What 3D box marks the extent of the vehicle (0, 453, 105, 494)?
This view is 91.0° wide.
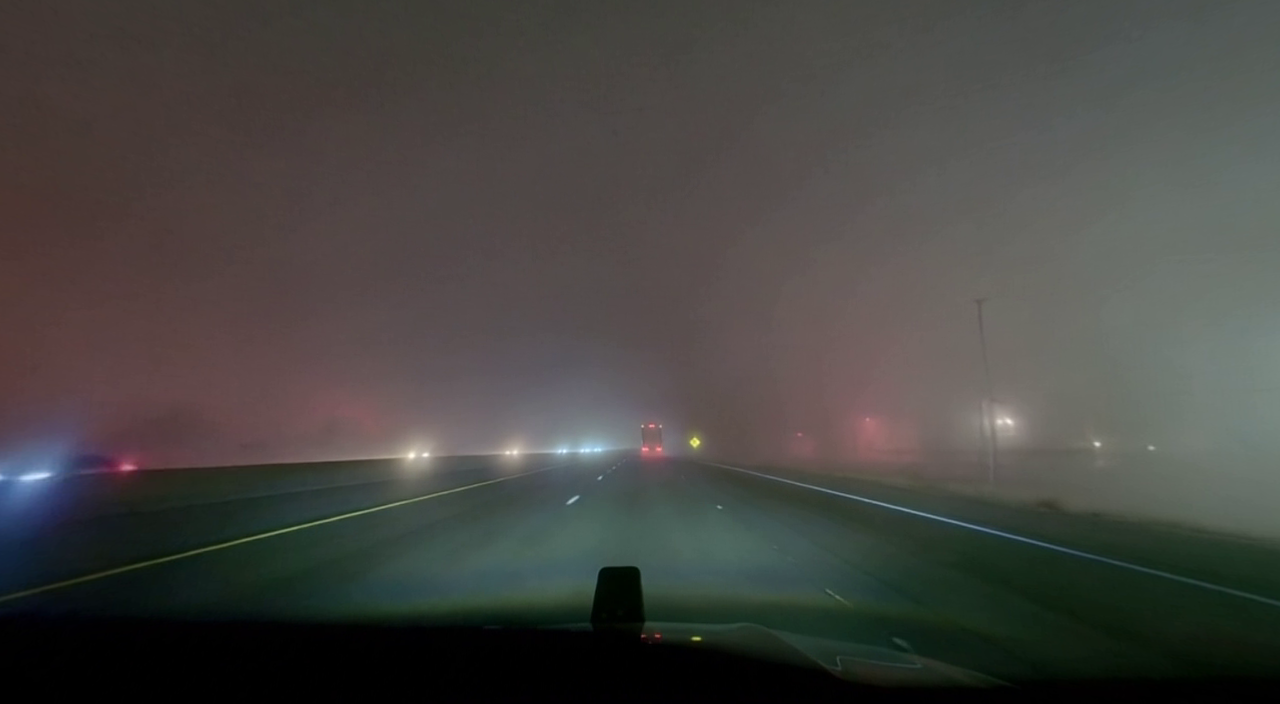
[{"bbox_3d":[-25.715,5.062,26.622,1.921,1.521,4.706,0,-9,1],"label":"vehicle"}]
